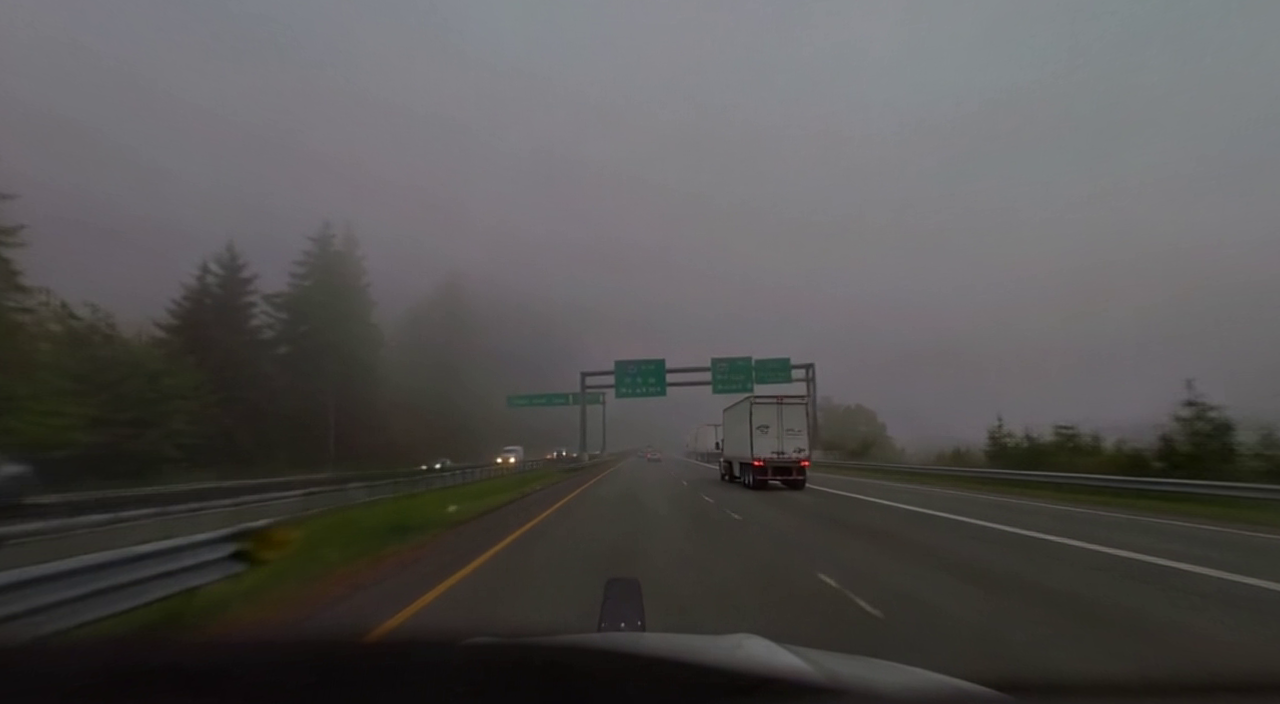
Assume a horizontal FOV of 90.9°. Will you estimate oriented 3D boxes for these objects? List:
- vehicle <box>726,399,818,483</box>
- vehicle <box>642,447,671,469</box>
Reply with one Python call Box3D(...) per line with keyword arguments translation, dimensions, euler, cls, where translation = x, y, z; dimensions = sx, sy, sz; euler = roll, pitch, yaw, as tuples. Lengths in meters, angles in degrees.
Box3D(translation=(5.848, 4.167, 29.286), dimensions=(2.743, 3.367, 7.306), euler=(0, -9, 1), cls="vehicle")
Box3D(translation=(1.201, 7.783, 46.453), dimensions=(2.049, 1.500, 3.790), euler=(0, -9, 1), cls="vehicle")
